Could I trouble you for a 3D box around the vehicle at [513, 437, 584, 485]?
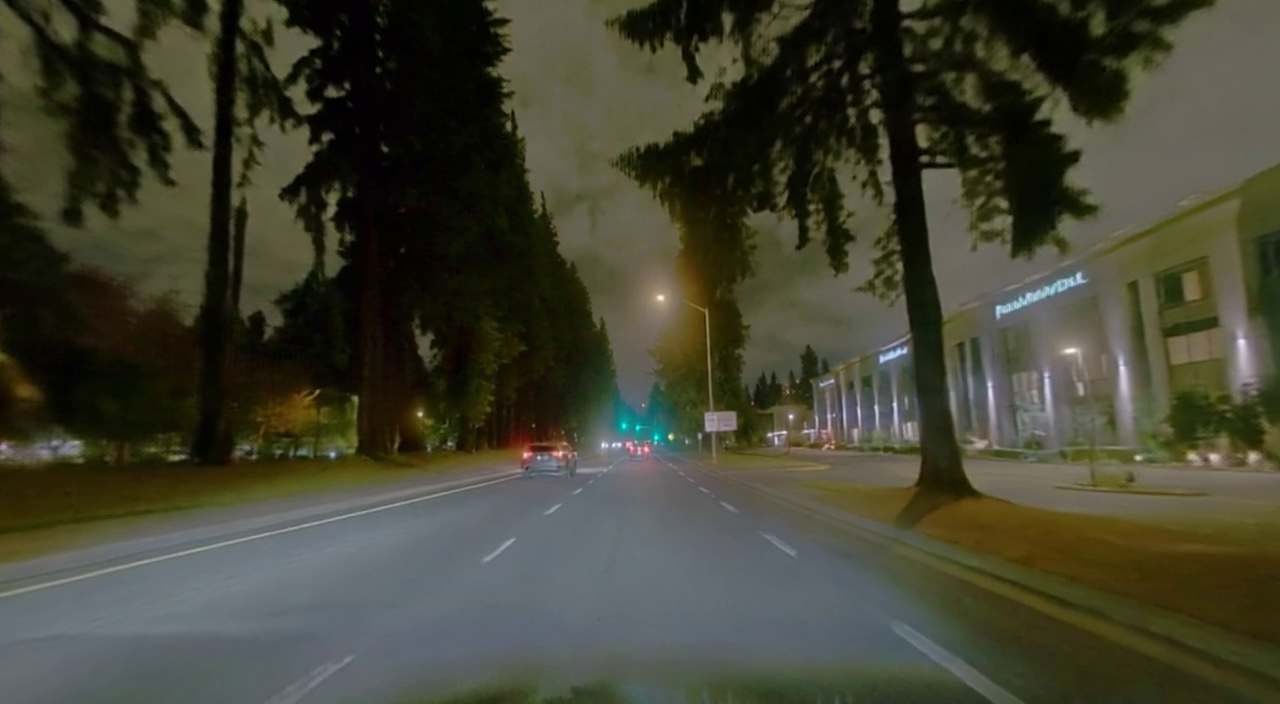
[{"bbox_3d":[-3.295,4.019,23.550,1.942,1.588,4.172,0,-9,1],"label":"vehicle"}]
